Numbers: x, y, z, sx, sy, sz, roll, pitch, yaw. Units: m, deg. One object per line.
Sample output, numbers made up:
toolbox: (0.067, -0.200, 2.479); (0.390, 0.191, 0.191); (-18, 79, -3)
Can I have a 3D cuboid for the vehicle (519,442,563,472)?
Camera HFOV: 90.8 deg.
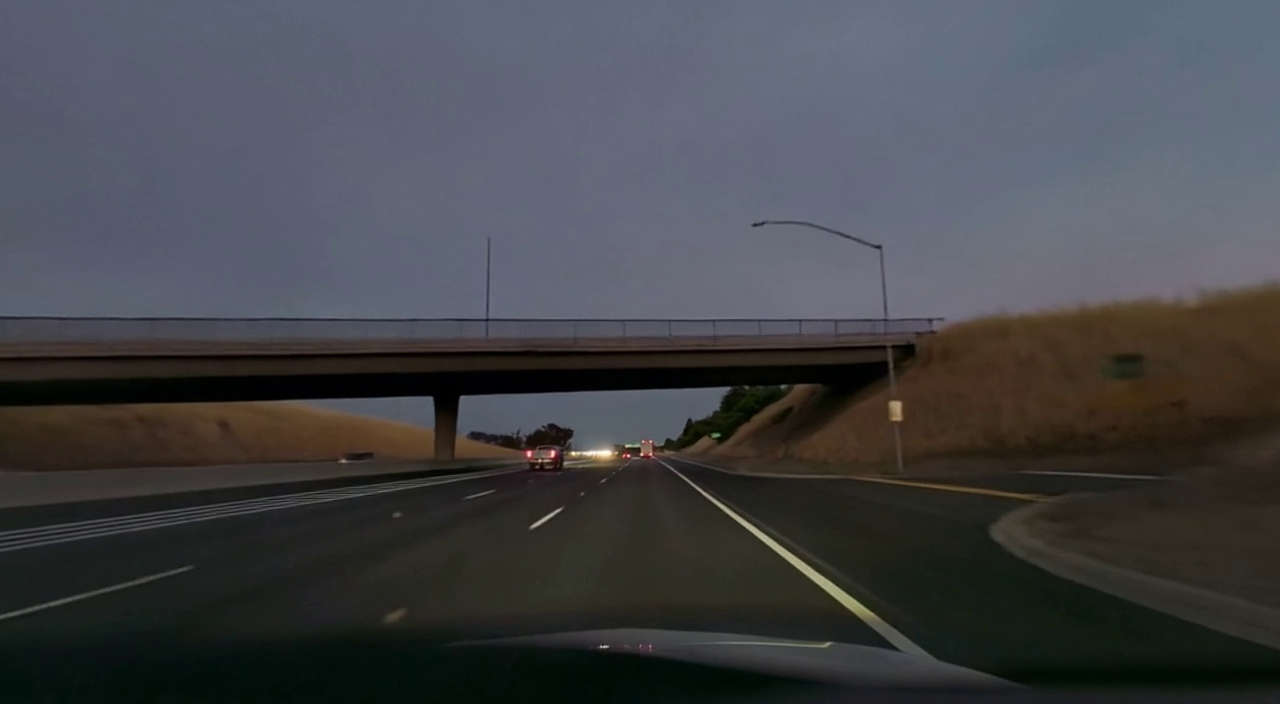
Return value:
vehicle: (-6.709, 7.210, 43.469); (2.232, 1.947, 5.180); (0, -9, 0)
